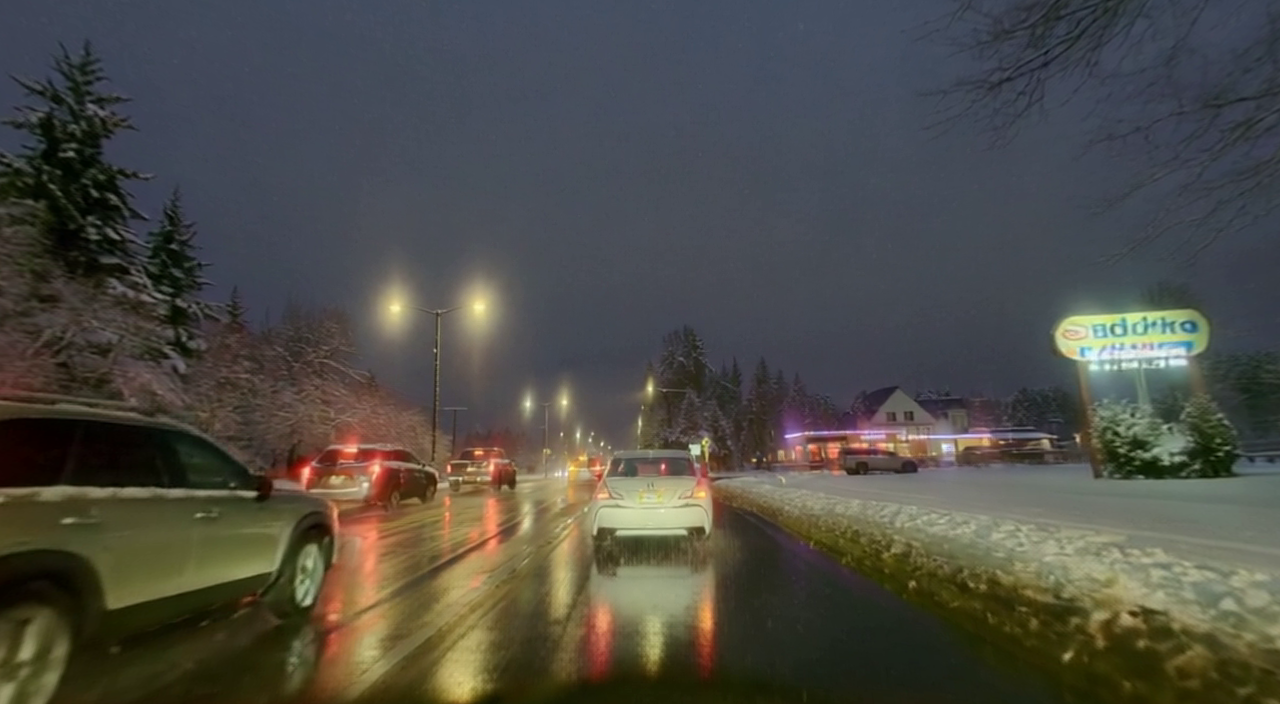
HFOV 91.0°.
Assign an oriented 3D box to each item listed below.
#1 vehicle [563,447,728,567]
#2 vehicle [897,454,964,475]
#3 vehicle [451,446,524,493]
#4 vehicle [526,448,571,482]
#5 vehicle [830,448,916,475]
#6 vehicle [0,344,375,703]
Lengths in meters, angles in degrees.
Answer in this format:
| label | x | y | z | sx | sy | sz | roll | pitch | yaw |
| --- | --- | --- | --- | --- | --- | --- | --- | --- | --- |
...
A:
| label | x | y | z | sx | sy | sz | roll | pitch | yaw |
| --- | --- | --- | --- | --- | --- | --- | --- | --- | --- |
| vehicle | 0.120 | 2.266 | 10.027 | 2.091 | 1.494 | 3.962 | 0 | -9 | 1 |
| vehicle | 22.550 | 8.754 | 48.977 | 4.220 | 1.550 | 1.935 | -10 | -14 | 43 |
| vehicle | -6.732 | 5.207 | 28.339 | 2.130 | 1.900 | 4.470 | 0 | -9 | 1 |
| vehicle | -6.424 | 7.968 | 44.882 | 2.348 | 2.250 | 5.004 | 0 | -9 | 1 |
| vehicle | 18.265 | 8.567 | 49.565 | 5.852 | 1.962 | 2.323 | -8 | -12 | 42 |
| vehicle | -3.560 | 0.979 | 3.427 | 2.055 | 1.725 | 4.732 | 0 | -9 | 1 |
